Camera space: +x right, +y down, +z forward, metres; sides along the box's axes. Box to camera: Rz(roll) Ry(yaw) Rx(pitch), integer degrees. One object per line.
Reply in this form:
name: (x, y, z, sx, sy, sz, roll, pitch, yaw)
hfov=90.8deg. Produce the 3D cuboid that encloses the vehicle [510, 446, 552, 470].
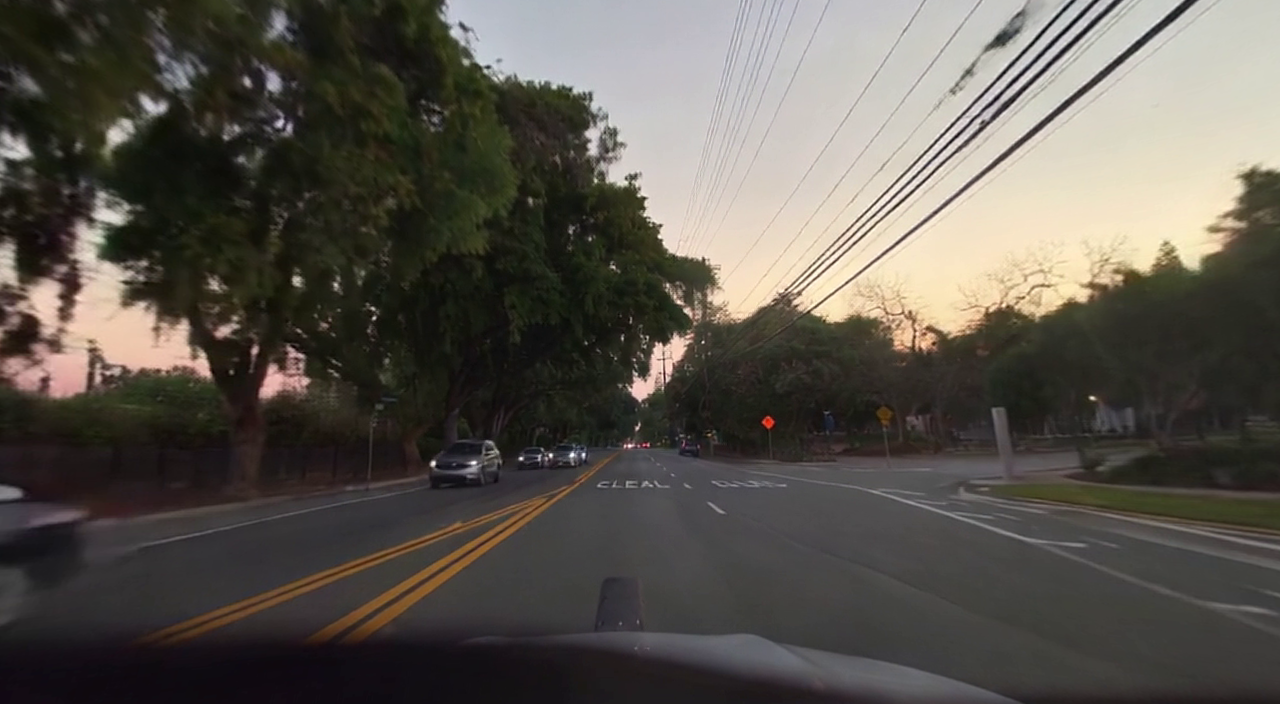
vehicle: (-7.237, 7.058, 42.348, 2.056, 1.516, 4.386, 0, -9, 0)

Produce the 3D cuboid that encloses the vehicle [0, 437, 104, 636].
vehicle: (-5.789, 1.171, 3.317, 2.043, 1.484, 4.532, 0, -9, -2)

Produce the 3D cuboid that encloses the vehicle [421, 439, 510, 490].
vehicle: (-6.396, 4.169, 23.800, 2.157, 1.711, 4.460, 0, -9, -1)
